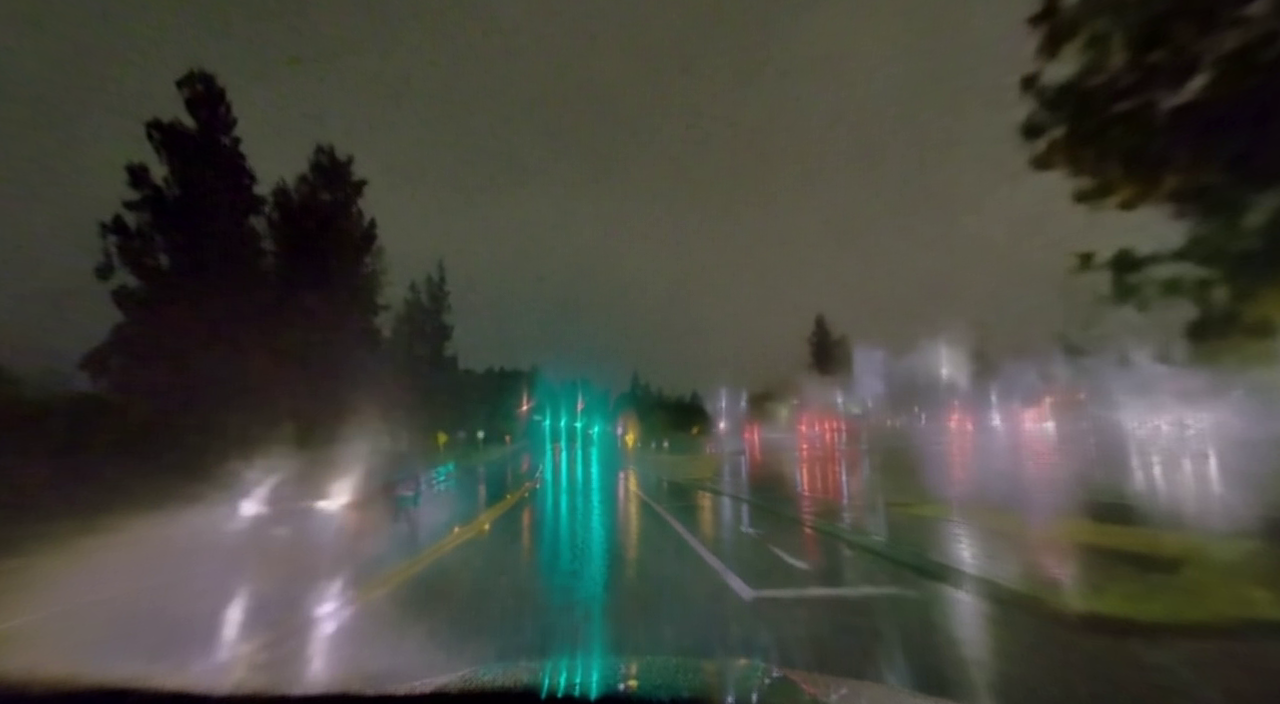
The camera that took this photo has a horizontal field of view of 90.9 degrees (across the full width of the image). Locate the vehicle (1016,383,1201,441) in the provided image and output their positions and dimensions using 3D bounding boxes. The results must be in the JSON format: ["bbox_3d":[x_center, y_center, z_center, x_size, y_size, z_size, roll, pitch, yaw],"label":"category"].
[{"bbox_3d":[28.694,3.739,38.921,8.774,3.004,2.914,-3,-7,2],"label":"vehicle"}]

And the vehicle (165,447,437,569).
[{"bbox_3d":[-5.042,2.332,10.313,2.125,1.440,4.450,-1,-8,-2],"label":"vehicle"}]
